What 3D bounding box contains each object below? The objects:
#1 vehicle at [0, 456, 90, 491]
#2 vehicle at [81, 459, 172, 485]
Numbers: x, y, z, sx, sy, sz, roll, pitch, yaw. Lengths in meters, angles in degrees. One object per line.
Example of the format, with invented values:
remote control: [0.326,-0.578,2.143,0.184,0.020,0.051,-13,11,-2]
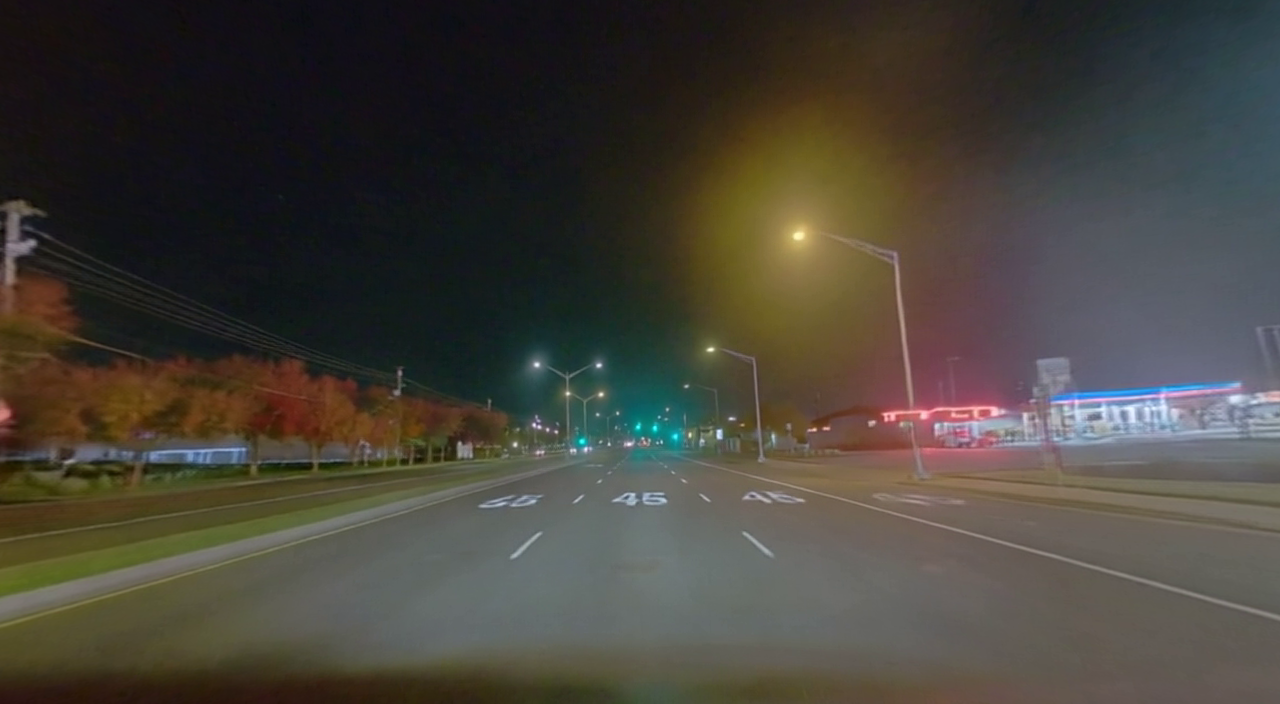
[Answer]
vehicle: [-38.175,7.668,40.218,2.005,1.915,5.056,0,-8,-4]
vehicle: [-32.992,7.708,40.805,1.809,1.448,4.747,-1,-8,2]
